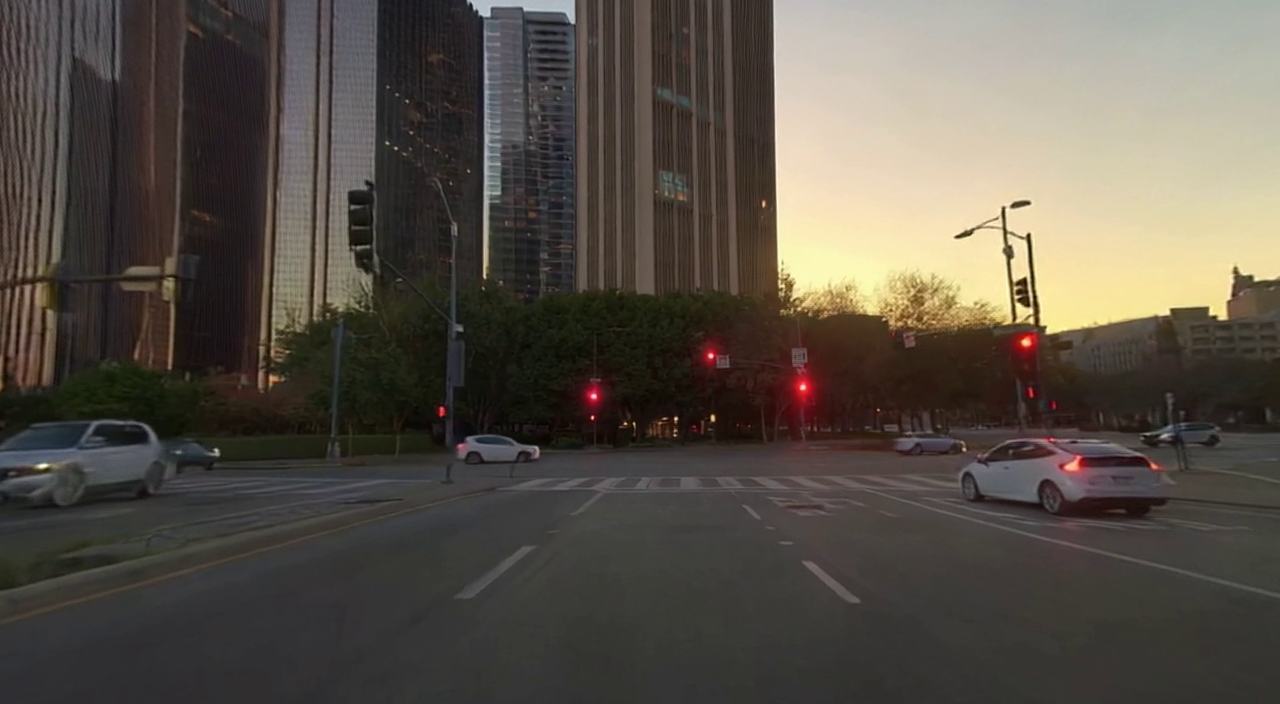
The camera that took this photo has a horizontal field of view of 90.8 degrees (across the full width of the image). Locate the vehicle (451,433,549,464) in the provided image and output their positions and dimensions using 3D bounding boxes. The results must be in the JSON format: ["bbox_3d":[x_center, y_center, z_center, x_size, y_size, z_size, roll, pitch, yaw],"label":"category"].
[{"bbox_3d":[-6.946,4.833,31.673,4.503,1.475,1.789,0,-8,-2],"label":"vehicle"}]

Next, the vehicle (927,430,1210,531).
[{"bbox_3d":[7.557,2.289,11.960,1.936,1.489,4.885,0,-8,0],"label":"vehicle"}]

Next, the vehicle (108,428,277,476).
[{"bbox_3d":[-19.473,4.378,27.748,5.659,1.967,2.149,0,-8,-2],"label":"vehicle"}]

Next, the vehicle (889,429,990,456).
[{"bbox_3d":[16.800,5.105,35.609,4.762,1.420,1.814,0,-8,-1],"label":"vehicle"}]

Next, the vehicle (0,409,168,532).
[{"bbox_3d":[-11.381,2.166,12.021,2.125,1.910,4.779,2,-9,-15],"label":"vehicle"}]
